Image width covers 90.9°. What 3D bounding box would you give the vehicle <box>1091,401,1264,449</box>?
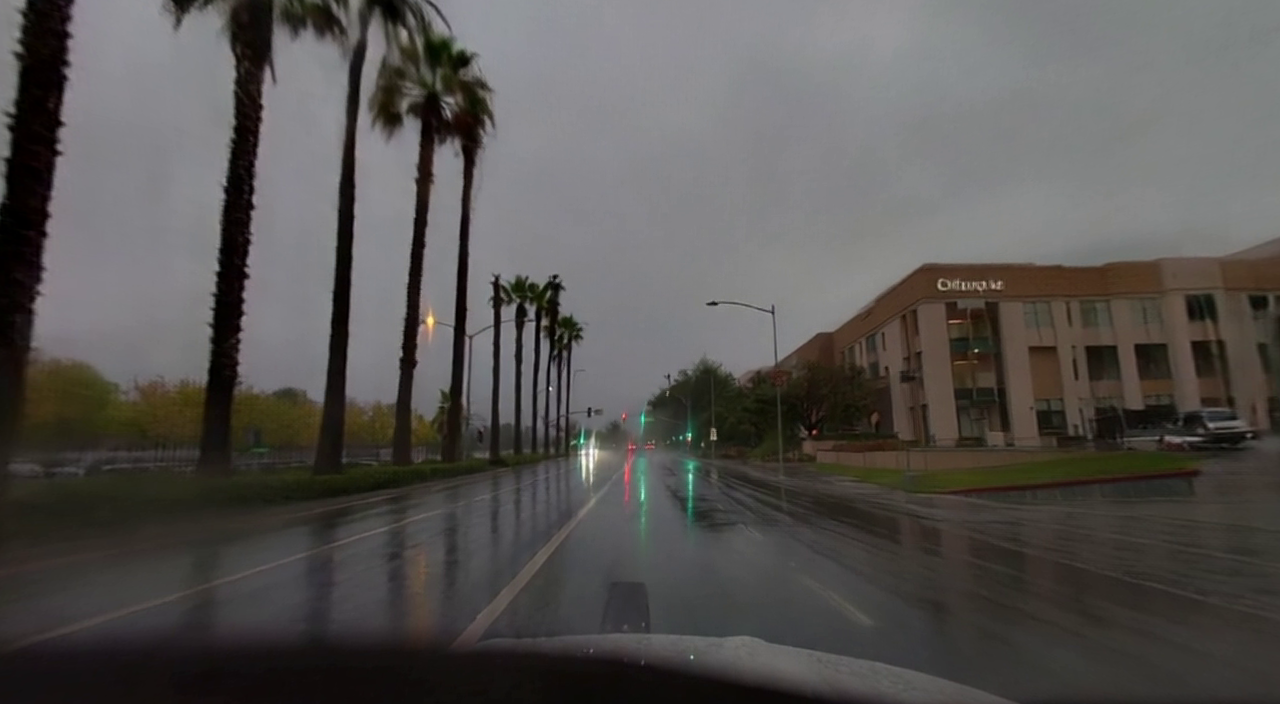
[{"bbox_3d":[22.172,3.142,26.381,2.222,1.818,5.099,1,-9,-11],"label":"vehicle"}]
